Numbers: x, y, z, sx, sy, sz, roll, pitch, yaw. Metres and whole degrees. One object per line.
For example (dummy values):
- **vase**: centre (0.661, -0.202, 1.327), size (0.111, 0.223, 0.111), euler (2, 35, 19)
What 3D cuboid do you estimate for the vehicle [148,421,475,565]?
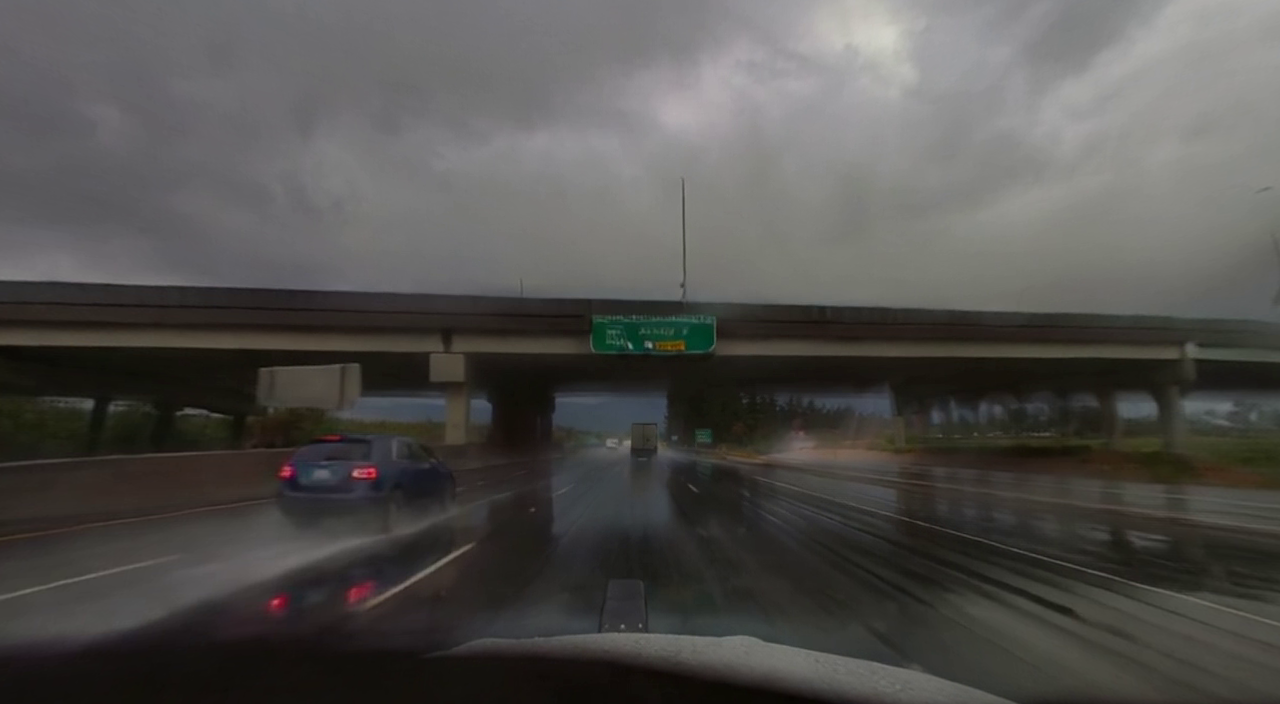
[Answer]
- **vehicle**: centre (-4.367, 1.986, 9.675), size (2.235, 1.593, 5.077), euler (0, -9, 1)
